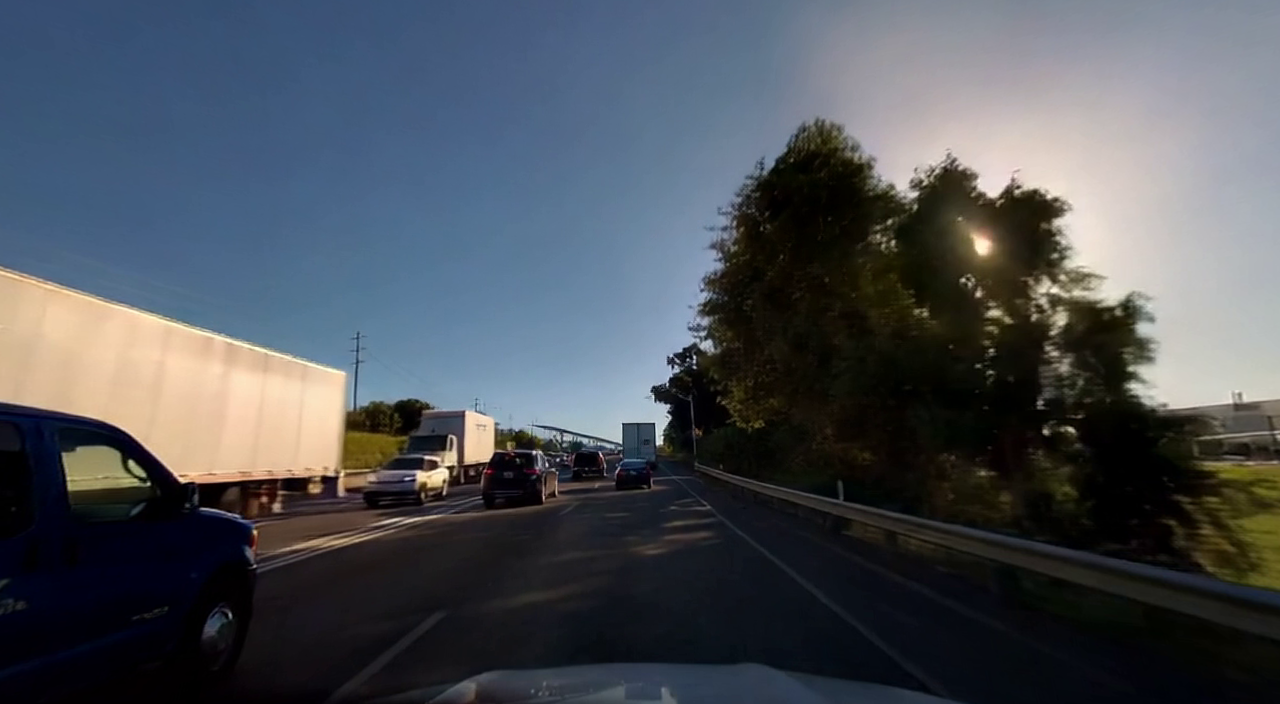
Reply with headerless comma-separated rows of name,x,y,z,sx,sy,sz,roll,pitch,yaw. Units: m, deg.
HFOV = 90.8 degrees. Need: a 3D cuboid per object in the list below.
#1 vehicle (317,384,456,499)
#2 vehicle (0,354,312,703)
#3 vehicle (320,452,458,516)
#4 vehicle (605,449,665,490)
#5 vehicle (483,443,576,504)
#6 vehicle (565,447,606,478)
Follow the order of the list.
vehicle,-9.776,3.582,25.185,3.024,4.011,5.853,0,-9,0
vehicle,-3.047,0.781,1.402,2.117,1.688,4.582,0,-9,1
vehicle,-6.614,3.505,17.262,1.887,1.462,4.466,0,-9,1
vehicle,-0.215,4.425,24.033,2.095,1.393,3.908,0,-9,-1
vehicle,-3.164,3.562,18.973,1.937,1.600,4.141,0,-9,1
vehicle,-3.101,6.331,36.515,1.994,1.663,4.047,0,-9,0
